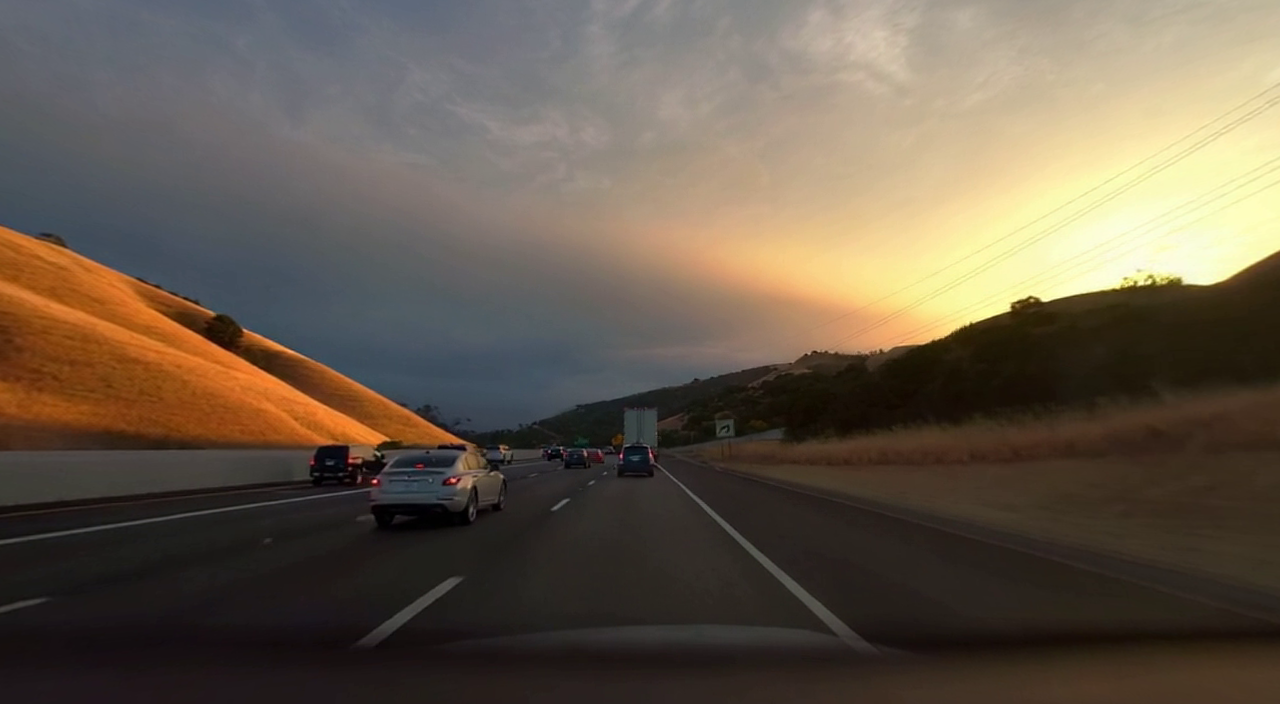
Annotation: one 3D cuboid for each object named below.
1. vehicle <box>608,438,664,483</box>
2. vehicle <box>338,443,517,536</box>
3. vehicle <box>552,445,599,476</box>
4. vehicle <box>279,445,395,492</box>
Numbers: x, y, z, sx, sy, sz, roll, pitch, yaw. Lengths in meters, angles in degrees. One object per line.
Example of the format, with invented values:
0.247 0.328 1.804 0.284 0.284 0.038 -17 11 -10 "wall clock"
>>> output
-0.166 4.790 28.001 2.281 1.795 4.297 1 -9 0 "vehicle"
-3.931 2.598 12.609 1.943 1.468 4.547 0 -9 1 "vehicle"
-3.650 6.254 36.636 2.155 1.661 4.477 0 -9 1 "vehicle"
-10.931 4.207 23.155 1.950 1.507 4.527 0 -9 1 "vehicle"
